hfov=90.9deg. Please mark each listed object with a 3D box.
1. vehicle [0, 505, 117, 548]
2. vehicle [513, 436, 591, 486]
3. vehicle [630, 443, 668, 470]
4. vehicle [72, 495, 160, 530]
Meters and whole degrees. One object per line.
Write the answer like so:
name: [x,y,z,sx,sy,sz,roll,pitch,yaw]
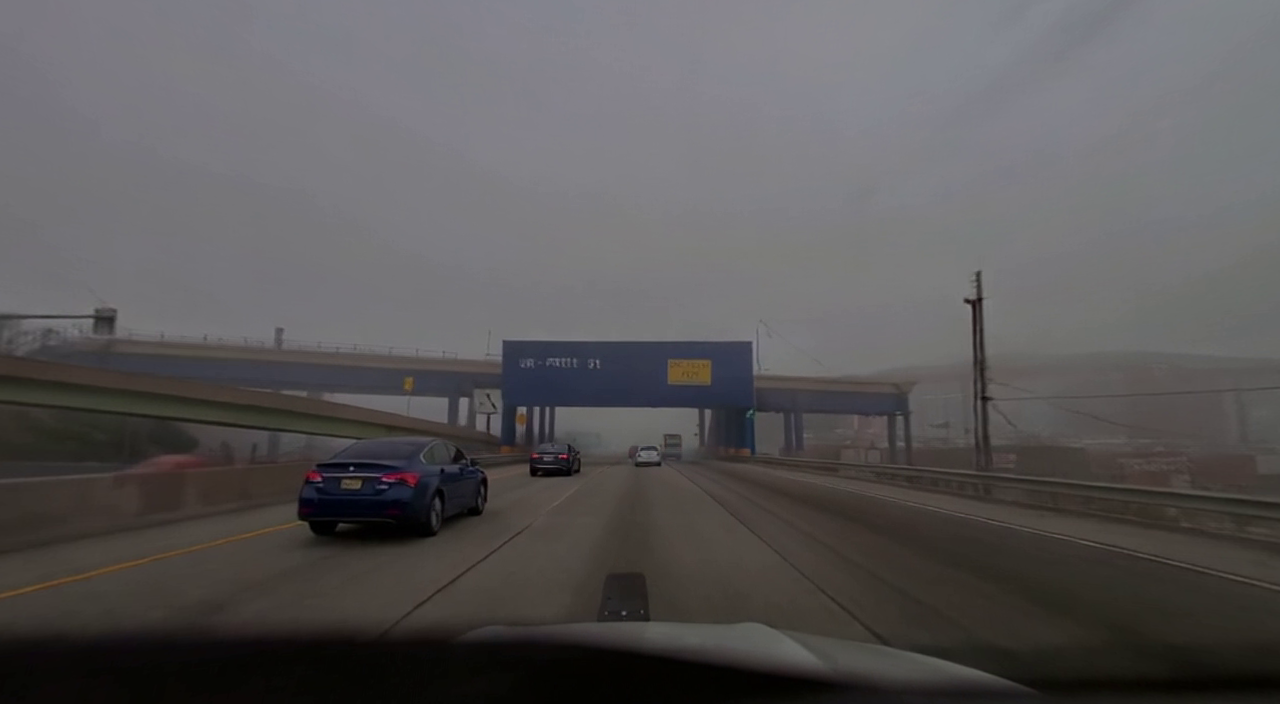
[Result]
vehicle: [-27.914,8.335,30.326,2.065,1.542,3.937,0,-9,1]
vehicle: [-3.008,3.826,22.521,2.064,1.589,4.213,0,-8,1]
vehicle: [0.450,5.581,33.904,1.877,1.386,3.872,0,-8,0]
vehicle: [-32.057,9.831,38.744,2.057,1.665,3.981,0,-8,-2]
